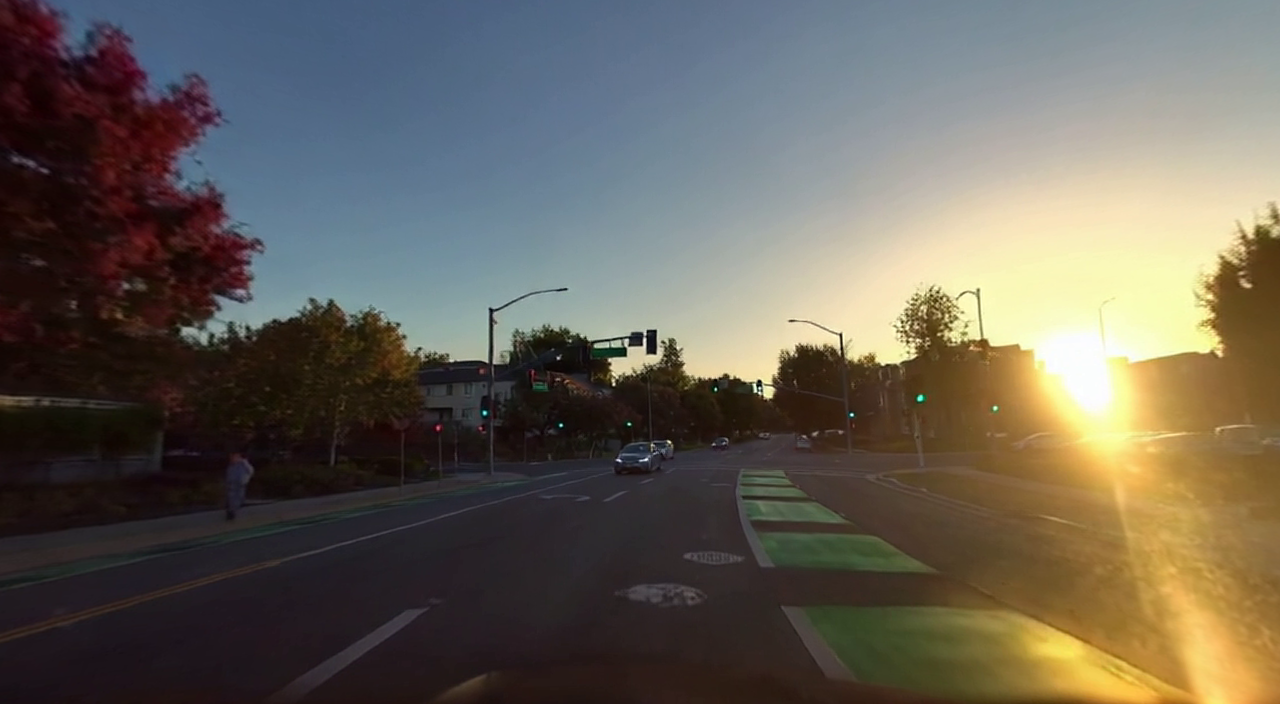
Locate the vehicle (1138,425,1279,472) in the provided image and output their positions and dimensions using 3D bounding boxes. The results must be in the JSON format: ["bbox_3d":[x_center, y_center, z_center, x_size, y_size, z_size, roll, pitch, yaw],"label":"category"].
[{"bbox_3d":[21.558,3.482,23.031,1.972,1.477,5.340,-2,-8,-5],"label":"vehicle"}]

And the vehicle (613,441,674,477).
[{"bbox_3d":[0.268,4.885,28.962,1.904,1.489,4.746,-2,-9,12],"label":"vehicle"}]

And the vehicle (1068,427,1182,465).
[{"bbox_3d":[21.712,4.234,28.496,1.937,1.474,5.114,-4,-9,12],"label":"vehicle"}]
